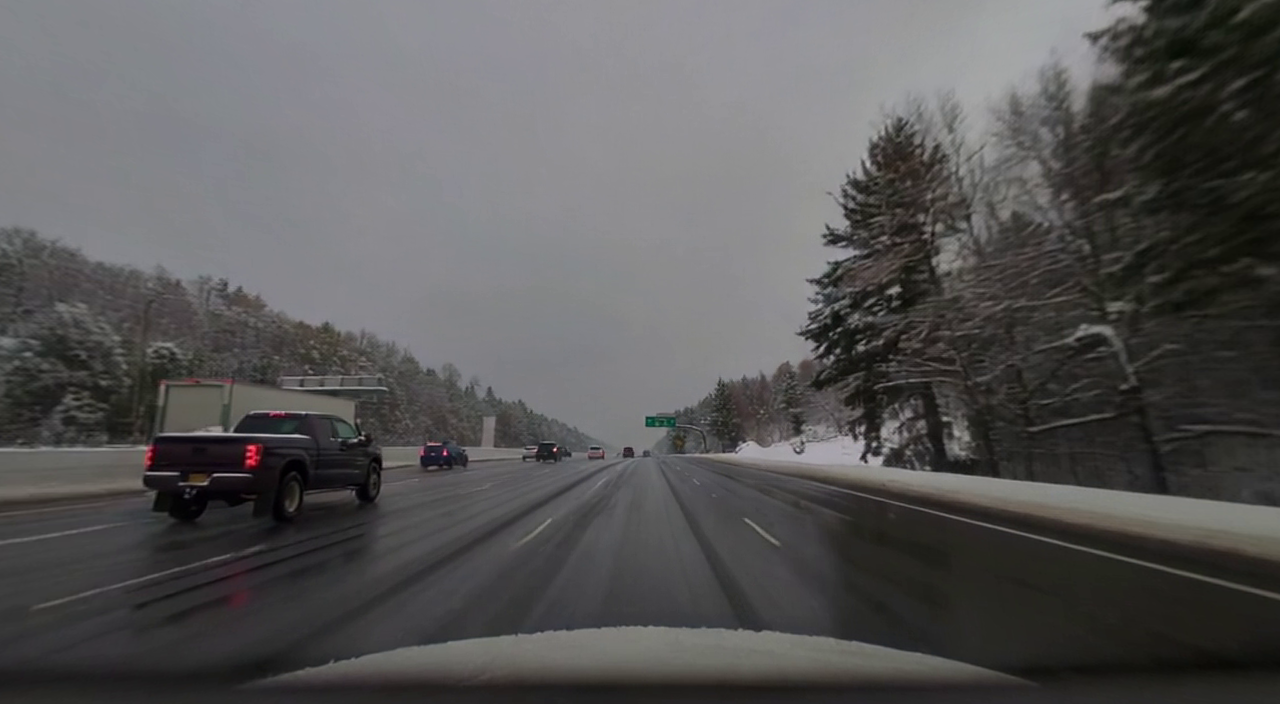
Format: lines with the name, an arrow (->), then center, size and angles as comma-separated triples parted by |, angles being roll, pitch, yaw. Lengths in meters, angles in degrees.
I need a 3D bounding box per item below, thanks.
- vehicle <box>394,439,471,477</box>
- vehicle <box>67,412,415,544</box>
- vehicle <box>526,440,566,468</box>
vehicle -> -9.813, 5.035, 30.231 | 2.060, 1.662, 4.469 | 0, -8, 1
vehicle -> -6.565, 2.160, 11.773 | 2.403, 1.773, 6.276 | 0, -8, 0
vehicle -> -6.254, 6.814, 42.455 | 2.009, 1.735, 4.358 | 0, -8, 0
